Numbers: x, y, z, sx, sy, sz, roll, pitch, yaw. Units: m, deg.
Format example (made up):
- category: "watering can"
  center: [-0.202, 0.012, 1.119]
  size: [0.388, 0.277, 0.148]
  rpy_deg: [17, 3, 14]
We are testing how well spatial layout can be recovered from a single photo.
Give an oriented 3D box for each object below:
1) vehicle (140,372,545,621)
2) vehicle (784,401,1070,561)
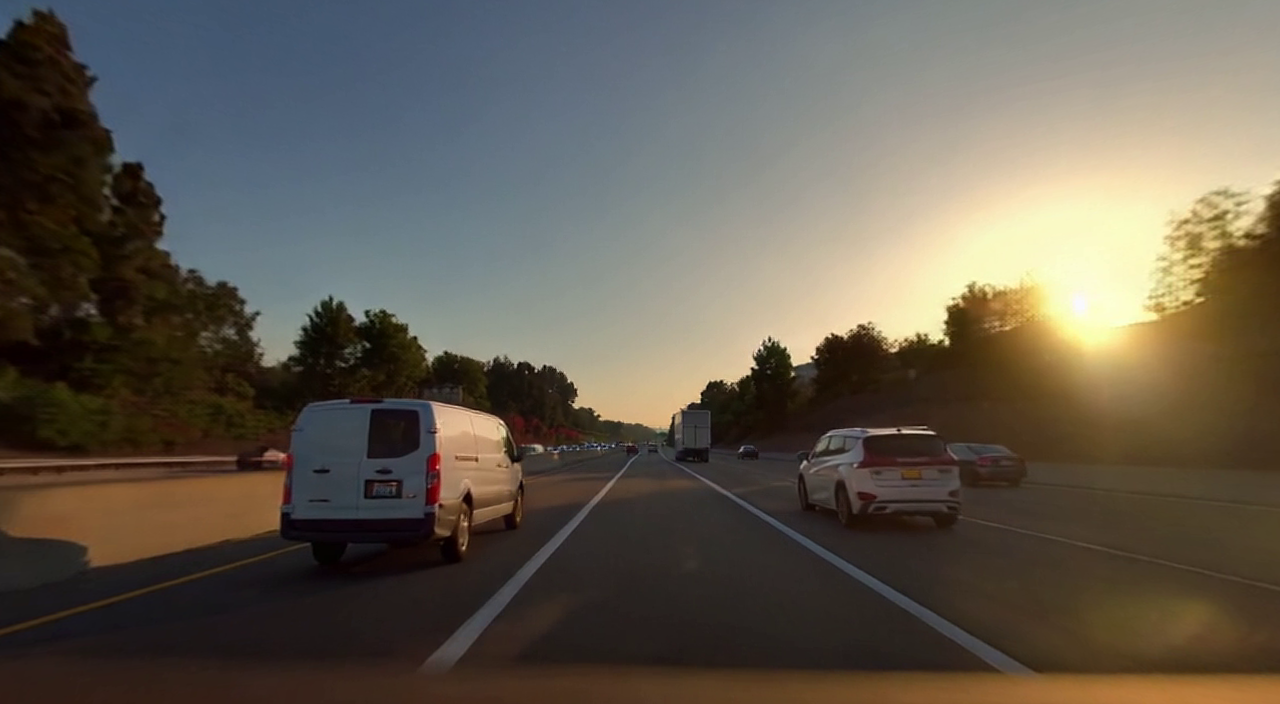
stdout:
- category: "vehicle"
  center: [-2.725, 1.509, 7.642]
  size: [2.159, 1.922, 5.345]
  rpy_deg: [0, -8, 2]
- category: "vehicle"
  center: [3.937, 1.871, 9.876]
  size: [2.209, 1.862, 4.717]
  rpy_deg: [0, -8, -1]
